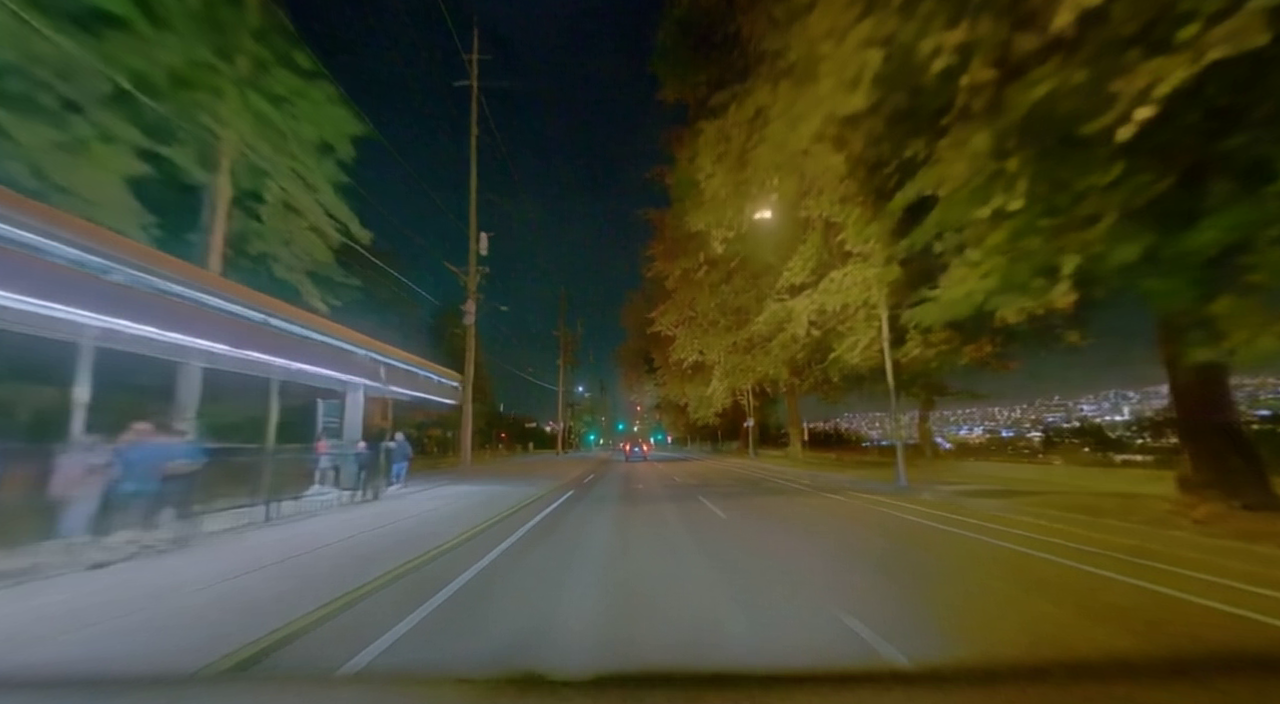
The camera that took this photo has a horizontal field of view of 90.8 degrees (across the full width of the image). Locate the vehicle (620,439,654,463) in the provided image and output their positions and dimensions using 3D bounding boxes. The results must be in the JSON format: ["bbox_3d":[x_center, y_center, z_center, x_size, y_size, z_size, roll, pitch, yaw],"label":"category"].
[{"bbox_3d":[-0.236,6.512,41.810,2.109,1.501,4.042,0,-8,-1],"label":"vehicle"}]
